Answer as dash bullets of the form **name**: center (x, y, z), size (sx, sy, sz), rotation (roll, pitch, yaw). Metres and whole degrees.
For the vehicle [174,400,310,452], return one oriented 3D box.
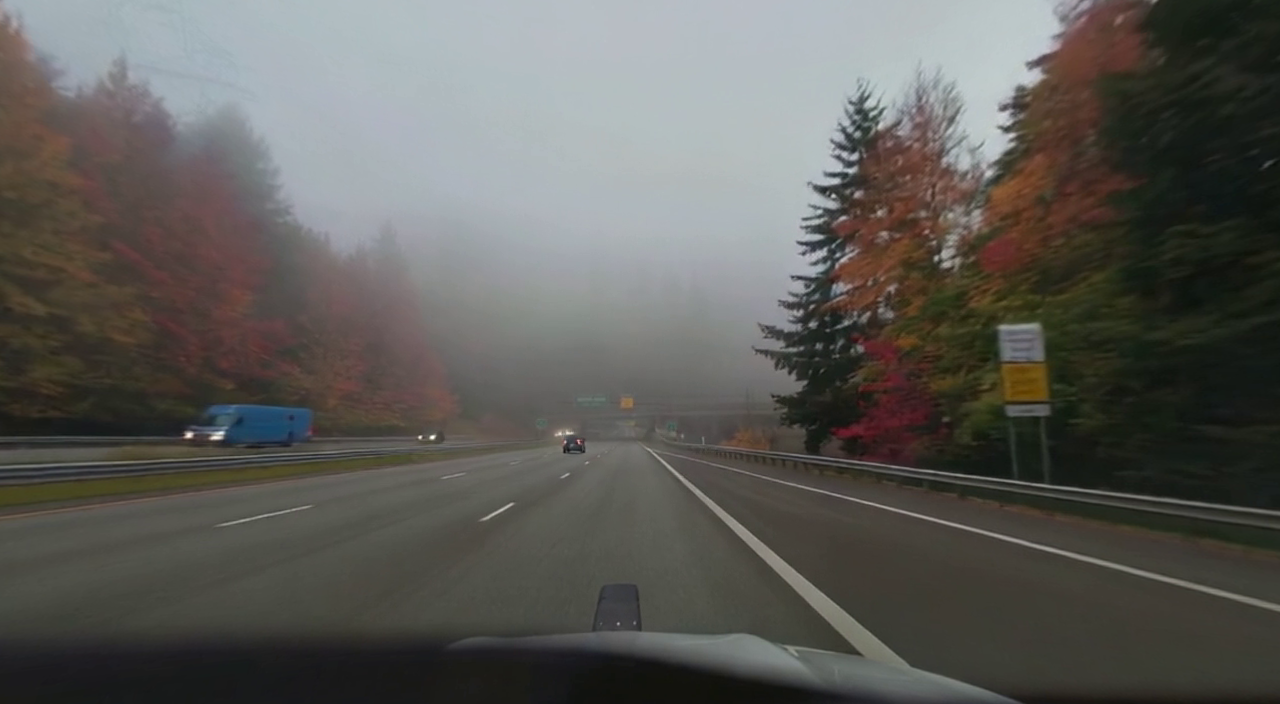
- **vehicle**: center (-25.874, 4.960, 41.614), size (2.968, 3.038, 9.055), rotation (0, -8, 1)
